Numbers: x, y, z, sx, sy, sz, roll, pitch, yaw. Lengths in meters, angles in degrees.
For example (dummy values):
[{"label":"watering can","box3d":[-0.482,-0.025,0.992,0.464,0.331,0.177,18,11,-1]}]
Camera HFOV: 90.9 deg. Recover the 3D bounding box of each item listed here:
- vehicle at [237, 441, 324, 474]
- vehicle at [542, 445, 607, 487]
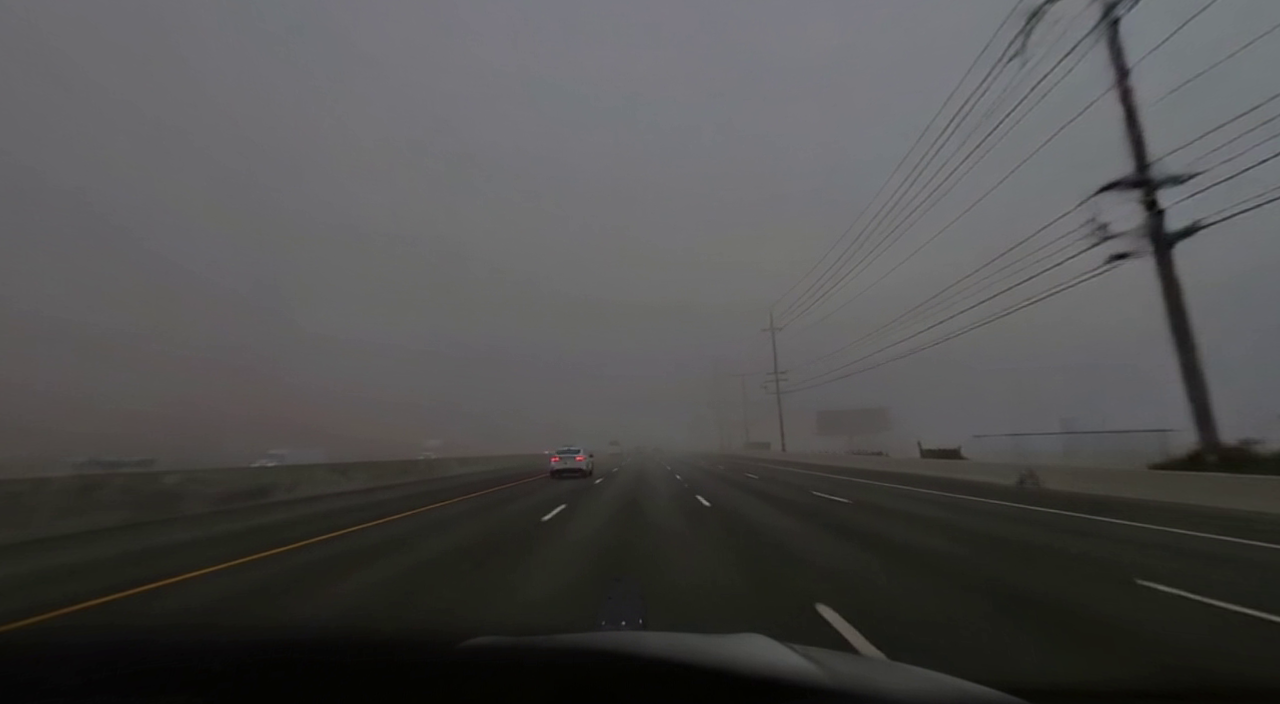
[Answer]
[{"label":"vehicle","box3d":[-26.641,7.837,47.146,3.012,2.300,6.199,0,-9,-2]},{"label":"vehicle","box3d":[-2.396,4.322,24.175,1.891,1.444,3.968,-1,-8,3]}]
